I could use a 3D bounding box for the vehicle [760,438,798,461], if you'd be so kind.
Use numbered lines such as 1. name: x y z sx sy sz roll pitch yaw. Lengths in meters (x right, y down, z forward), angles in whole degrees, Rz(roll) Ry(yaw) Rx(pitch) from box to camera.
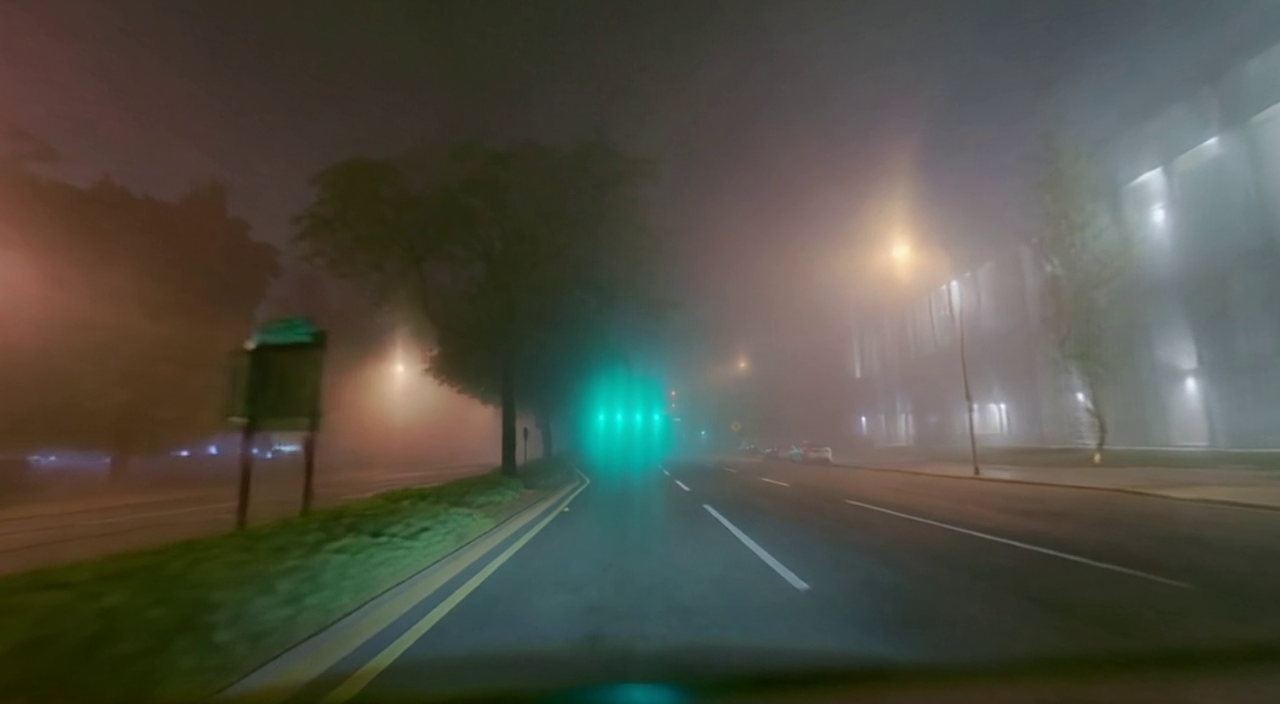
1. vehicle: 10.370 7.309 47.431 1.889 1.631 4.021 0 -8 0

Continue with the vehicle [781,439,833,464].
1. vehicle: 10.293 6.187 39.259 1.956 1.462 4.306 0 -8 -1
